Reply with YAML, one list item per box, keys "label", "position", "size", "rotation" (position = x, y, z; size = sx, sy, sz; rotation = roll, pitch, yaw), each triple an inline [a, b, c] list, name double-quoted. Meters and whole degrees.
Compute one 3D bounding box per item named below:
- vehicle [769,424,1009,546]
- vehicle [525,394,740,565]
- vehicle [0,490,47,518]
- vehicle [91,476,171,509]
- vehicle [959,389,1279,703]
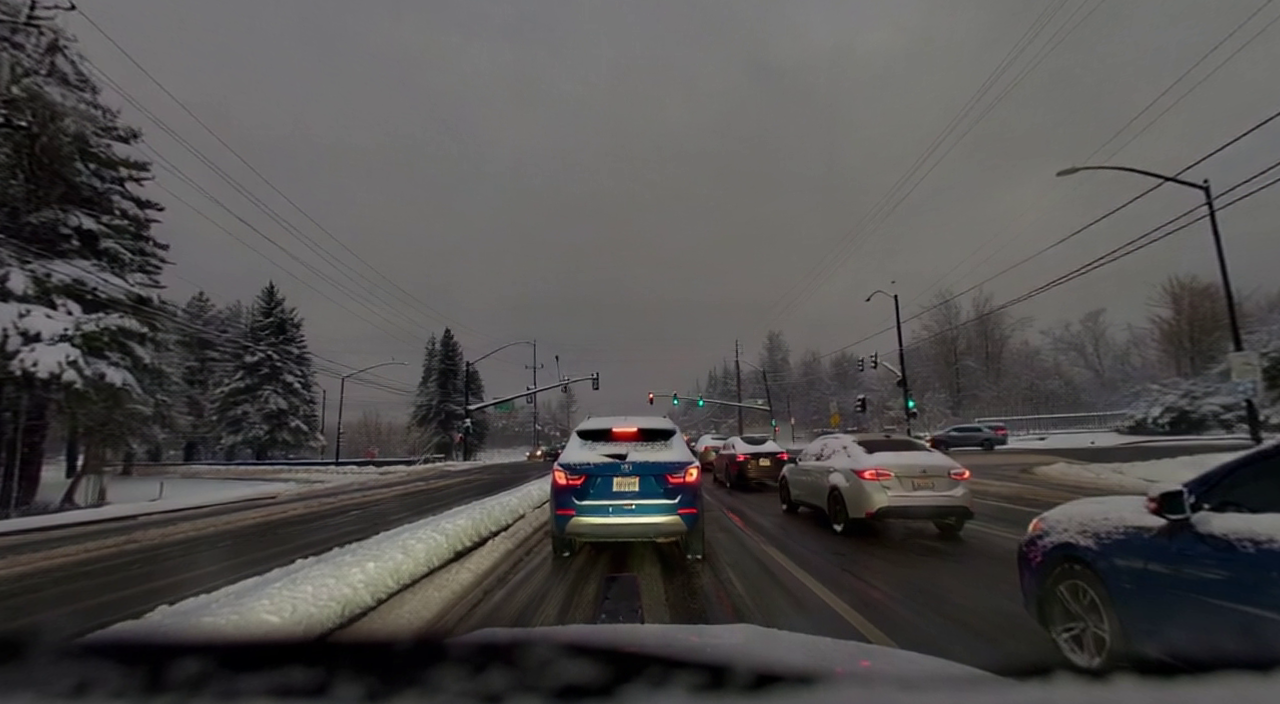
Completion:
- label: "vehicle"
  position: [3.509, 1.963, 10.000]
  size: [1.952, 1.477, 4.417]
  rotation: [0, -9, -1]
- label: "vehicle"
  position: [-0.132, 1.680, 8.991]
  size: [2.300, 1.821, 4.254]
  rotation: [0, -9, -1]
- label: "vehicle"
  position: [-37.410, 8.960, 37.010]
  size: [1.774, 1.428, 3.668]
  rotation: [-9, -12, 43]
- label: "vehicle"
  position: [-26.367, 7.267, 32.712]
  size: [3.826, 1.522, 1.741]
  rotation: [-7, -10, 28]
- label: "vehicle"
  position: [3.287, 0.857, 2.186]
  size: [1.984, 1.462, 4.513]
  rotation: [0, -9, 0]
